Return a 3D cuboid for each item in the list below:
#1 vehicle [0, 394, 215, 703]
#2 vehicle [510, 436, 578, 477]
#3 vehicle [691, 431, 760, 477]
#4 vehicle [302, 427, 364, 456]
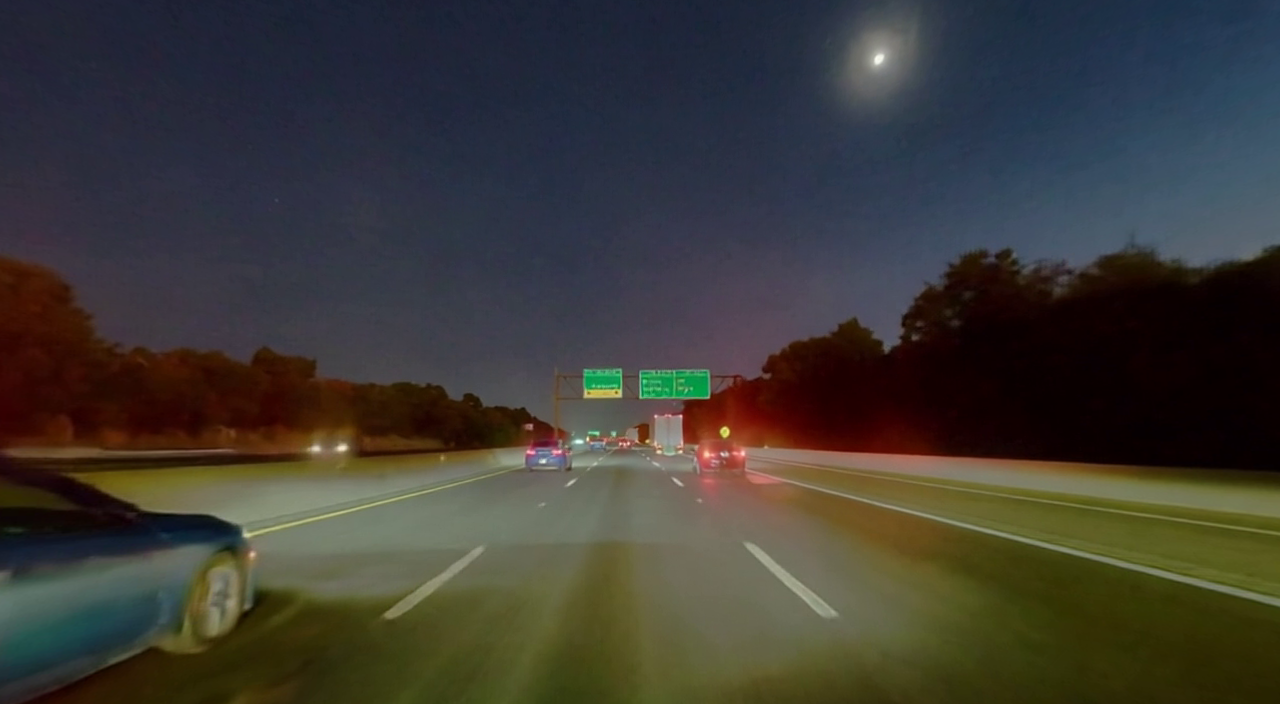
[{"bbox_3d":[-3.567,0.760,1.375,2.122,1.486,4.532,0,-8,0],"label":"vehicle"},{"bbox_3d":[-3.748,4.172,25.444,2.064,1.479,4.370,0,-8,0],"label":"vehicle"},{"bbox_3d":[3.219,3.947,24.582,2.001,1.625,4.088,0,-8,-2],"label":"vehicle"},{"bbox_3d":[-20.239,5.917,41.698,2.027,1.792,4.238,0,-8,-1],"label":"vehicle"}]
